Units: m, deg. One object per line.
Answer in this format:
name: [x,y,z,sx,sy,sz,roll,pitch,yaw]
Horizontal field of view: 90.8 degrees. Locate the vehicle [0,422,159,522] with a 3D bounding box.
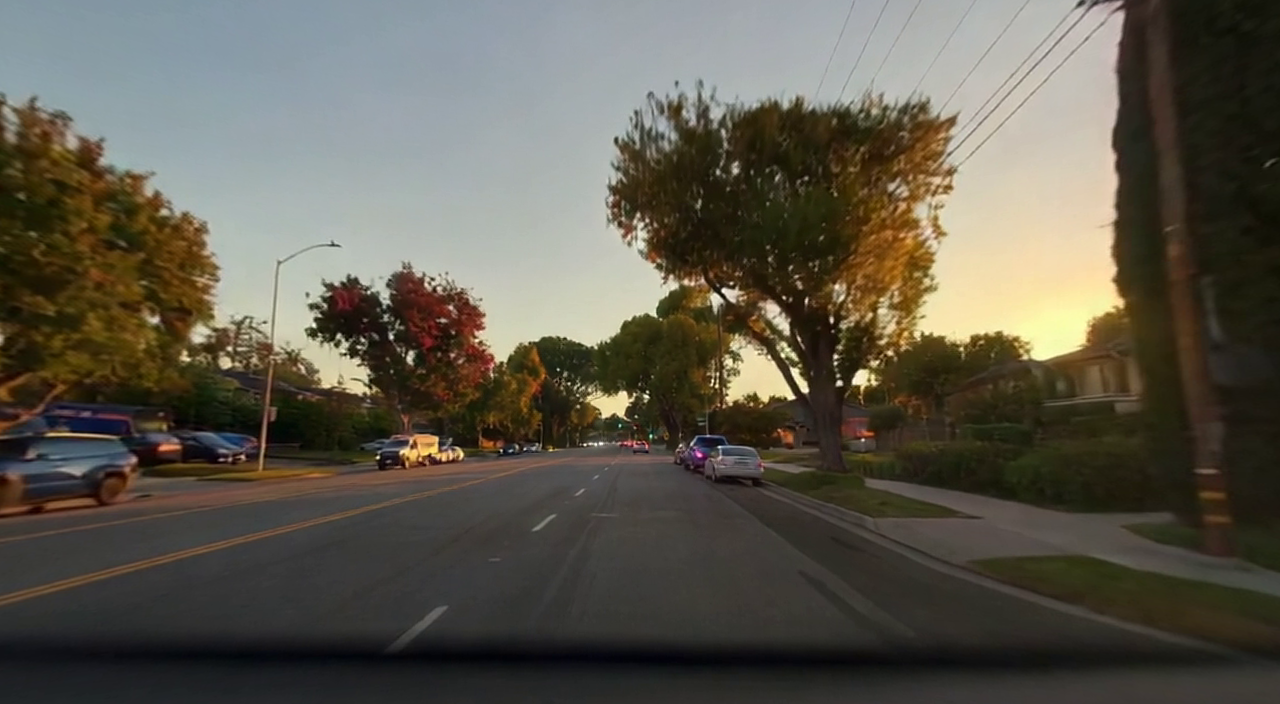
vehicle: [-13.912,2.609,13.921,2.253,1.969,5.398,0,-9,1]

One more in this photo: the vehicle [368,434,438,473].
vehicle: [-13.952,5.956,37.588,2.155,1.991,5.722,-3,-8,-2]

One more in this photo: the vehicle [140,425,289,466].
vehicle: [-22.039,4.845,32.877,6.230,1.991,2.456,-1,-8,8]

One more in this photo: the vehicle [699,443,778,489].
vehicle: [3.513,4.169,23.586,1.911,1.471,5.151,0,-8,-2]
